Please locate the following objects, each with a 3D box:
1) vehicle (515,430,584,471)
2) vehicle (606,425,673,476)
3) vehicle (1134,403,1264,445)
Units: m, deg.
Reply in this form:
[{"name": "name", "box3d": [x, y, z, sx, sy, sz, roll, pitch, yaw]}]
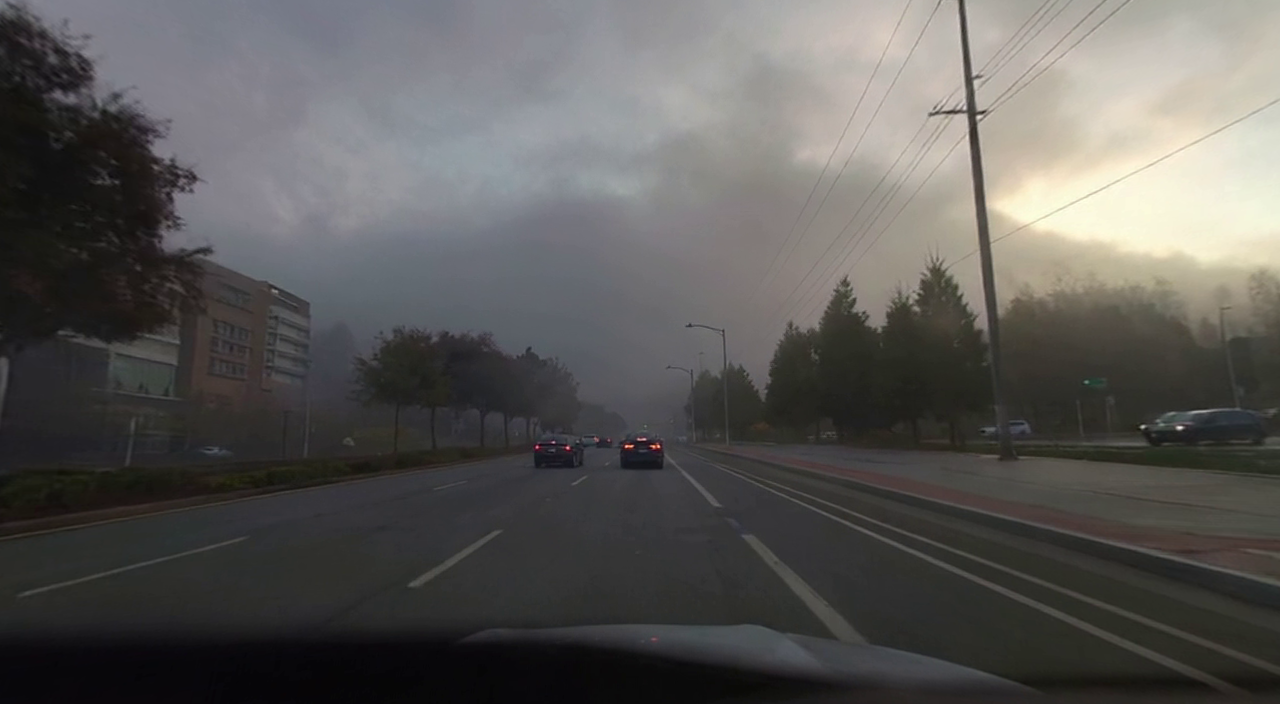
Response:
[{"name": "vehicle", "box3d": [-3.542, 3.978, 25.642, 1.942, 1.462, 4.905, 0, -8, 2]}, {"name": "vehicle", "box3d": [-0.007, 3.553, 22.948, 2.199, 1.652, 4.101, 0, -8, 0]}, {"name": "vehicle", "box3d": [22.012, 2.945, 25.121, 1.833, 1.471, 4.656, -2, -9, 14]}]
